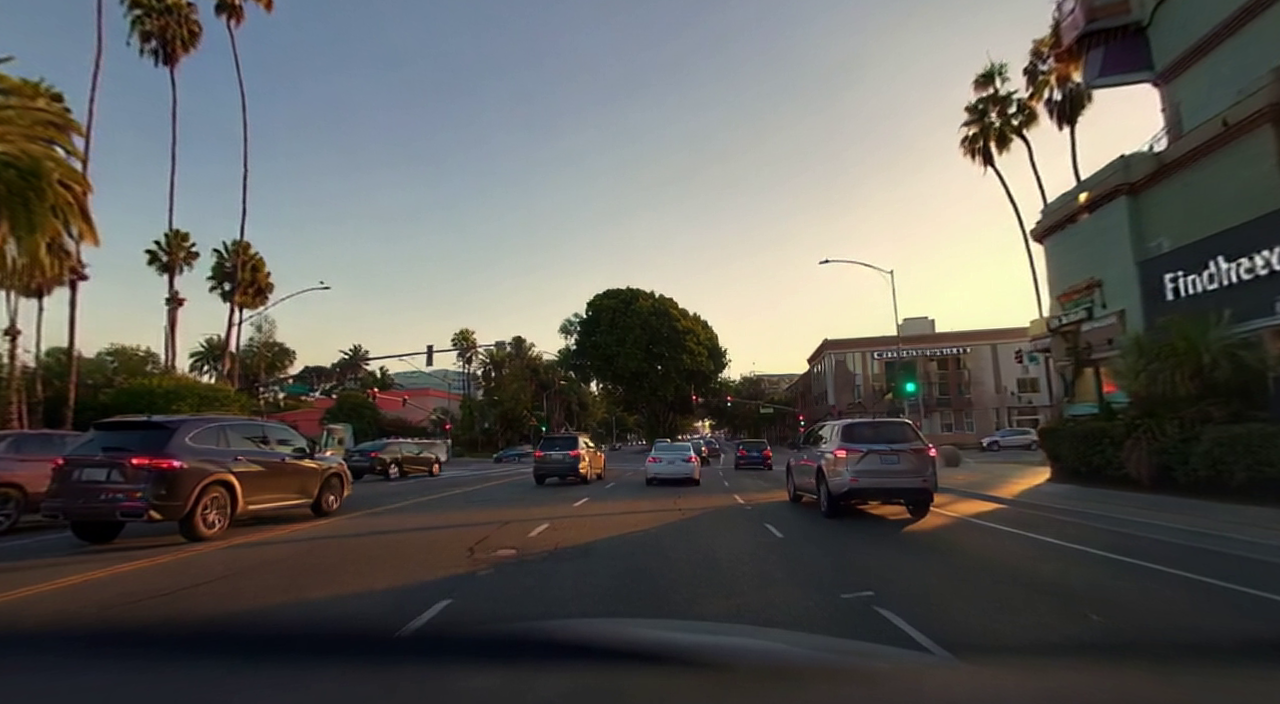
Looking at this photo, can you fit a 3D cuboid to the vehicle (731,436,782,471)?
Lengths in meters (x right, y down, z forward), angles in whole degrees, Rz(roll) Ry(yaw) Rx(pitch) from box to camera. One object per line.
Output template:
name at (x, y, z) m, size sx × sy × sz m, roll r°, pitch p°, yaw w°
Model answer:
vehicle at (5.482, 4.828, 30.179) m, size 2.149 × 1.532 × 4.168 m, roll -1°, pitch -9°, yaw 7°

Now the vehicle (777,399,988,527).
vehicle at (4.245, 2.074, 12.255) m, size 2.267 × 1.931 × 5.145 m, roll -1°, pitch -8°, yaw 3°

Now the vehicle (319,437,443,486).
vehicle at (-8.583, 3.662, 21.459) m, size 2.017 × 1.472 × 4.418 m, roll -1°, pitch -9°, yaw 5°

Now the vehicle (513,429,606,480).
vehicle at (-2.923, 3.919, 24.315) m, size 2.088 × 1.746 × 4.650 m, roll -2°, pitch -9°, yaw 12°

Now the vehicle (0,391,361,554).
vehicle at (-6.554, 1.764, 9.806) m, size 2.127 × 1.888 × 4.637 m, roll -1°, pitch -9°, yaw 3°

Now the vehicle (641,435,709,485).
vehicle at (1.181, 3.582, 21.182) m, size 2.057 × 1.492 × 3.825 m, roll -1°, pitch -9°, yaw 4°
